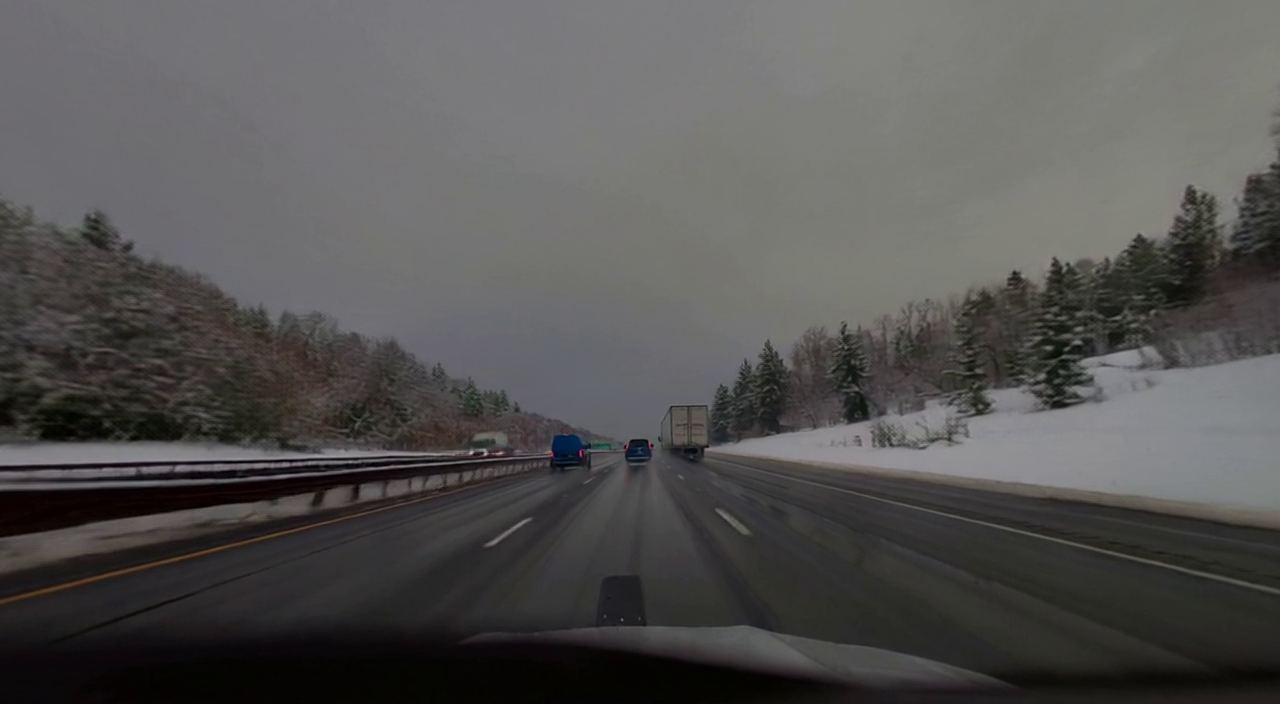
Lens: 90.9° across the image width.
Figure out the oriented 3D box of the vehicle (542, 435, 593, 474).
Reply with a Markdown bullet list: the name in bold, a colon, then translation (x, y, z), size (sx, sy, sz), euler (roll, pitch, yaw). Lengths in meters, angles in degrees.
- **vehicle**: translation (-3.955, 5.692, 35.224), size (2.167, 1.991, 5.062), euler (-1, -9, 1)

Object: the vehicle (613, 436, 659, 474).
- **vehicle**: translation (-0.204, 5.289, 32.561), size (2.209, 1.825, 4.036), euler (0, -9, 0)
